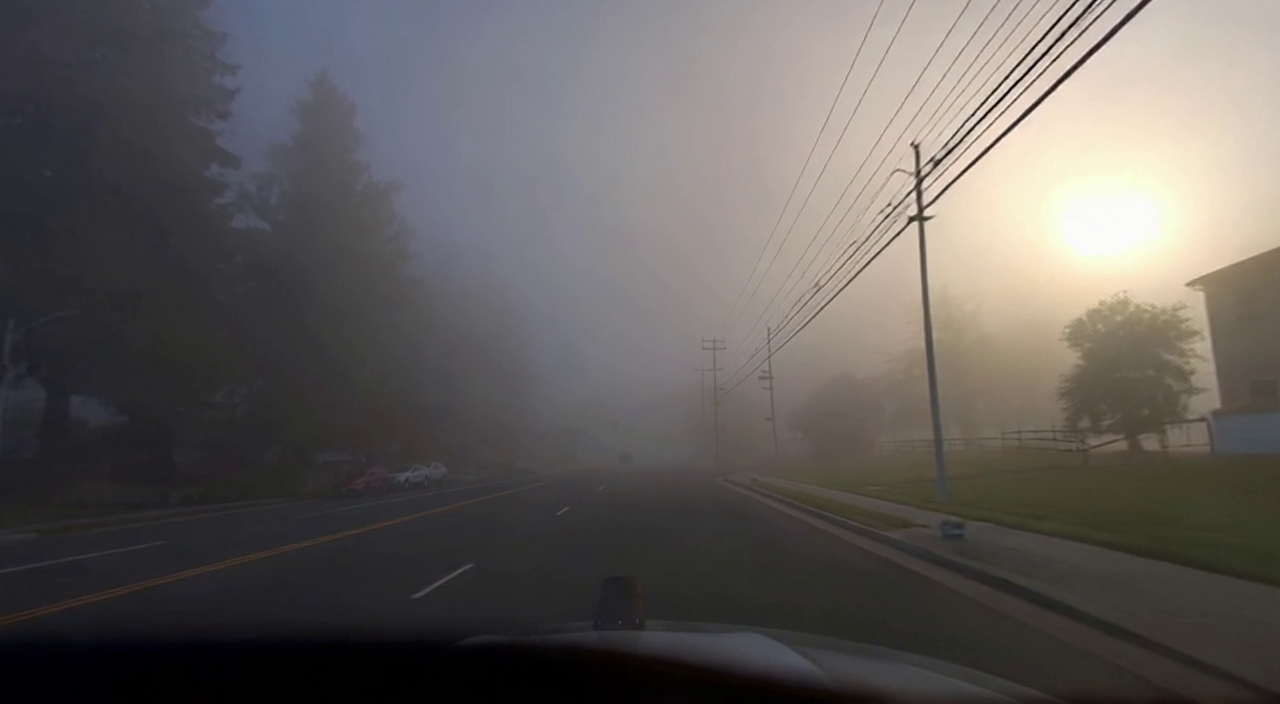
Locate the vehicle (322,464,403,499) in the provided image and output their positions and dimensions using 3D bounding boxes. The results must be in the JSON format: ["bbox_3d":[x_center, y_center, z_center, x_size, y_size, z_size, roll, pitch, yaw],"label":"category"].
[{"bbox_3d":[-13.679,6.389,31.467,1.936,1.489,4.311,-1,-9,3],"label":"vehicle"}]

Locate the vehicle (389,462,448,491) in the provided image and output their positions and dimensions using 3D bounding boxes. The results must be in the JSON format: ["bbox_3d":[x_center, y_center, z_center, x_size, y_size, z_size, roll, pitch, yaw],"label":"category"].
[{"bbox_3d":[-13.371,7.535,38.459,1.863,1.481,4.363,-3,-9,3],"label":"vehicle"}]
